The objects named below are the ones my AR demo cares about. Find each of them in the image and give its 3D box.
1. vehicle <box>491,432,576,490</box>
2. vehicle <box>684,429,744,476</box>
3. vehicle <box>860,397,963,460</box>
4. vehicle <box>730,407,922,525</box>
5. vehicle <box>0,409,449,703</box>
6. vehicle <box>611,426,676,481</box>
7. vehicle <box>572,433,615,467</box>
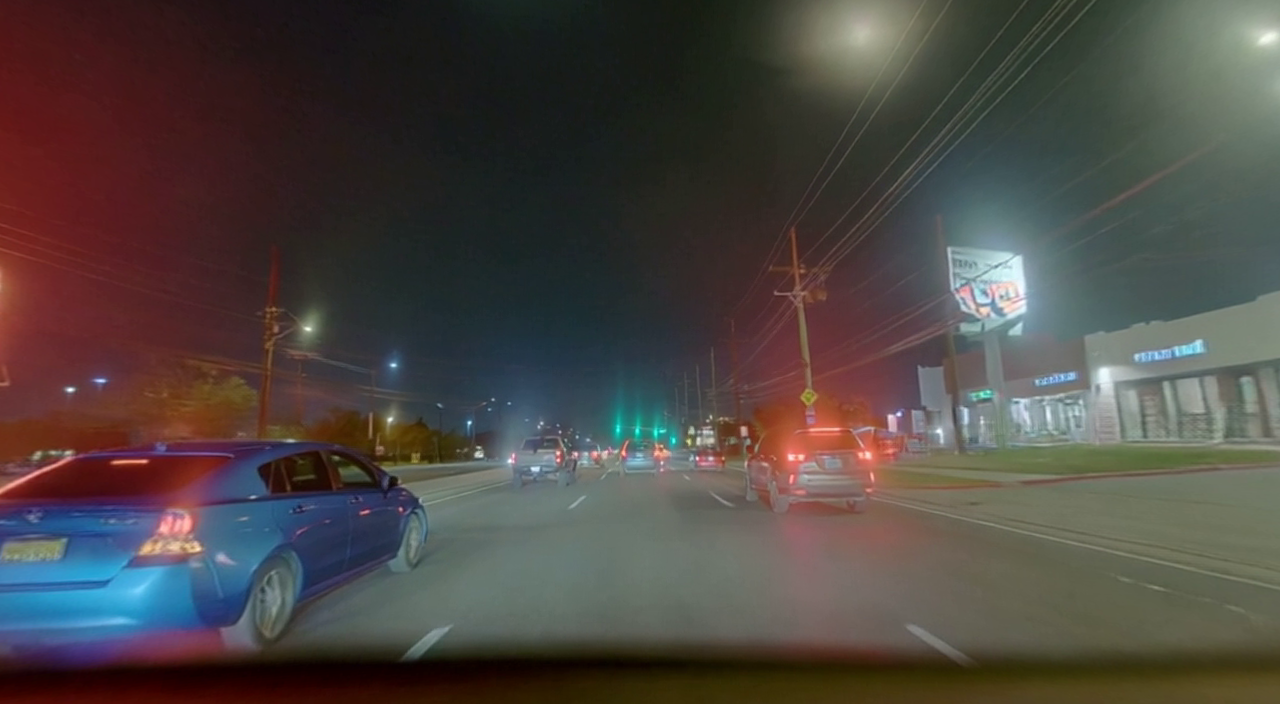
[{"bbox_3d":[-3.310,3.483,20.481,2.051,1.671,3.861,0,-8,0],"label":"vehicle"},{"bbox_3d":[3.148,4.401,27.814,2.026,1.904,4.102,0,-8,-2],"label":"vehicle"},{"bbox_3d":[12.519,3.661,29.651,2.477,2.665,5.203,0,-8,0],"label":"vehicle"},{"bbox_3d":[3.380,2.211,12.791,2.282,1.897,4.915,0,-8,-1],"label":"vehicle"},{"bbox_3d":[-3.277,1.348,5.208,2.022,1.498,4.471,0,-8,0],"label":"vehicle"},{"bbox_3d":[0.088,3.955,24.801,2.326,1.925,4.253,0,-8,-1],"label":"vehicle"},{"bbox_3d":[-2.936,6.365,41.295,2.405,2.009,5.909,0,-8,0],"label":"vehicle"}]
